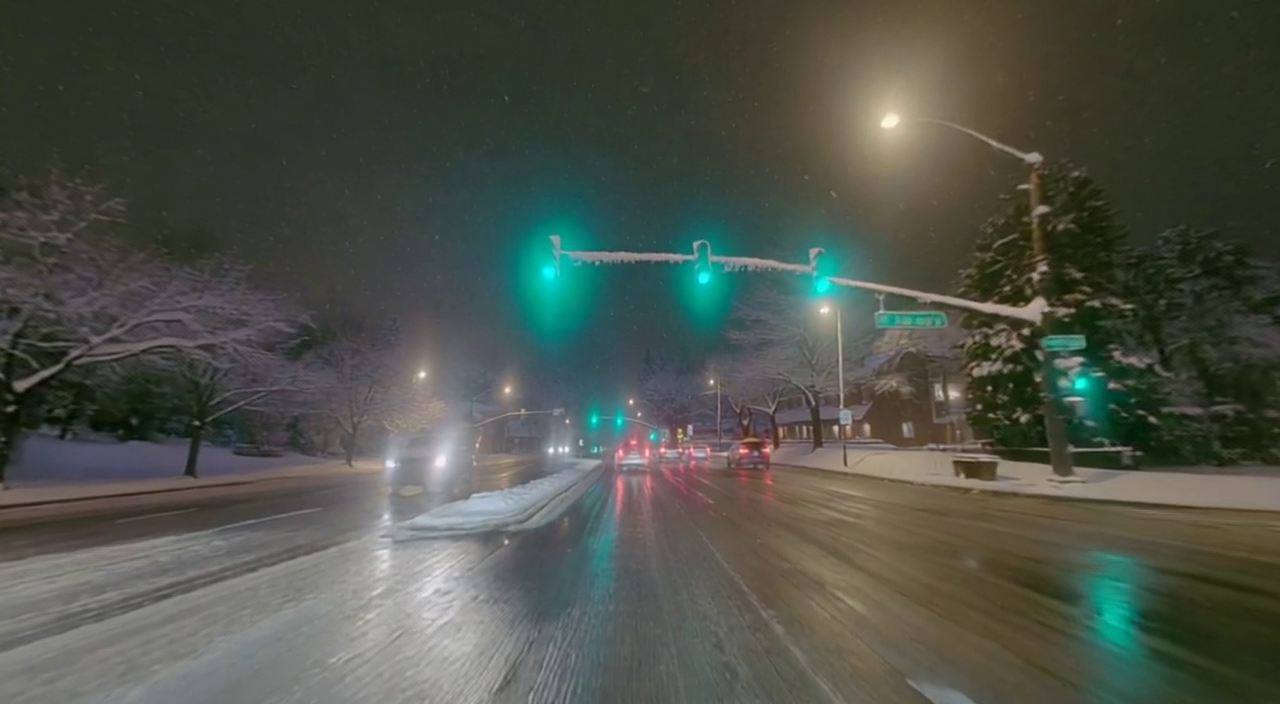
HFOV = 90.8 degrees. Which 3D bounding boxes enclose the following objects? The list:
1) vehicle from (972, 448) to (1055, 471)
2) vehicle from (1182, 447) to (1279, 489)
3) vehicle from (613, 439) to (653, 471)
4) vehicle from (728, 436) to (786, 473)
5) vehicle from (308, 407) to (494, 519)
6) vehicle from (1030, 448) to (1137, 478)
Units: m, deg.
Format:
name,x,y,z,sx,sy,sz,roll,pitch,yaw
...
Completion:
name,x,y,z,sx,sy,sz,roll,pitch,yaw
vehicle,26.543,7.647,44.978,4.556,1.525,2.035,0,-9,-2
vehicle,27.230,5.119,28.107,4.338,1.727,2.015,0,-8,-3
vehicle,-0.438,5.651,34.837,2.101,1.641,4.341,0,-8,-2
vehicle,6.534,5.781,35.950,2.052,1.886,5.297,0,-8,-2
vehicle,-5.210,2.569,15.002,2.145,2.041,6.064,-1,-9,-1
vehicle,26.200,6.520,37.424,4.843,1.628,2.063,0,-8,-3
